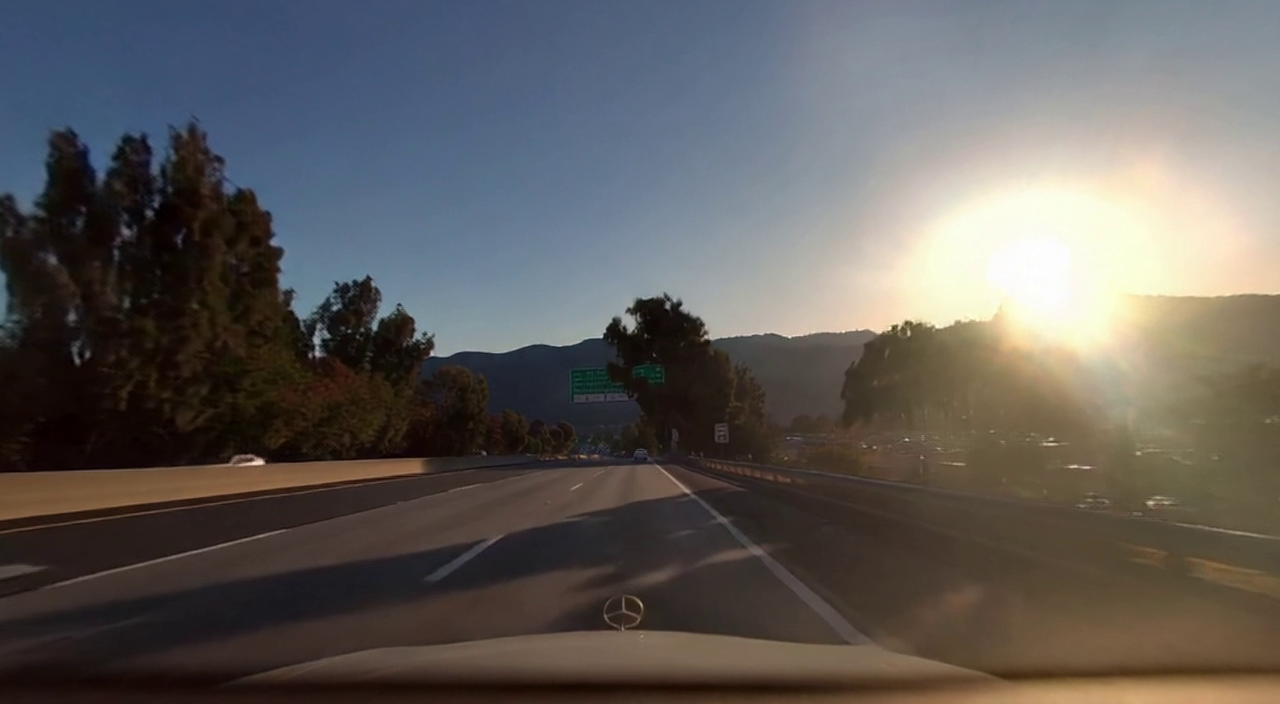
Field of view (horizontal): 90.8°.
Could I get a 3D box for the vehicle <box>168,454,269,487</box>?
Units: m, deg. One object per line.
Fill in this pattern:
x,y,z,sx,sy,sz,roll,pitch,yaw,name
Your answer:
-21.186,5.957,32.021,1.829,1.493,4.662,0,-9,1,vehicle
